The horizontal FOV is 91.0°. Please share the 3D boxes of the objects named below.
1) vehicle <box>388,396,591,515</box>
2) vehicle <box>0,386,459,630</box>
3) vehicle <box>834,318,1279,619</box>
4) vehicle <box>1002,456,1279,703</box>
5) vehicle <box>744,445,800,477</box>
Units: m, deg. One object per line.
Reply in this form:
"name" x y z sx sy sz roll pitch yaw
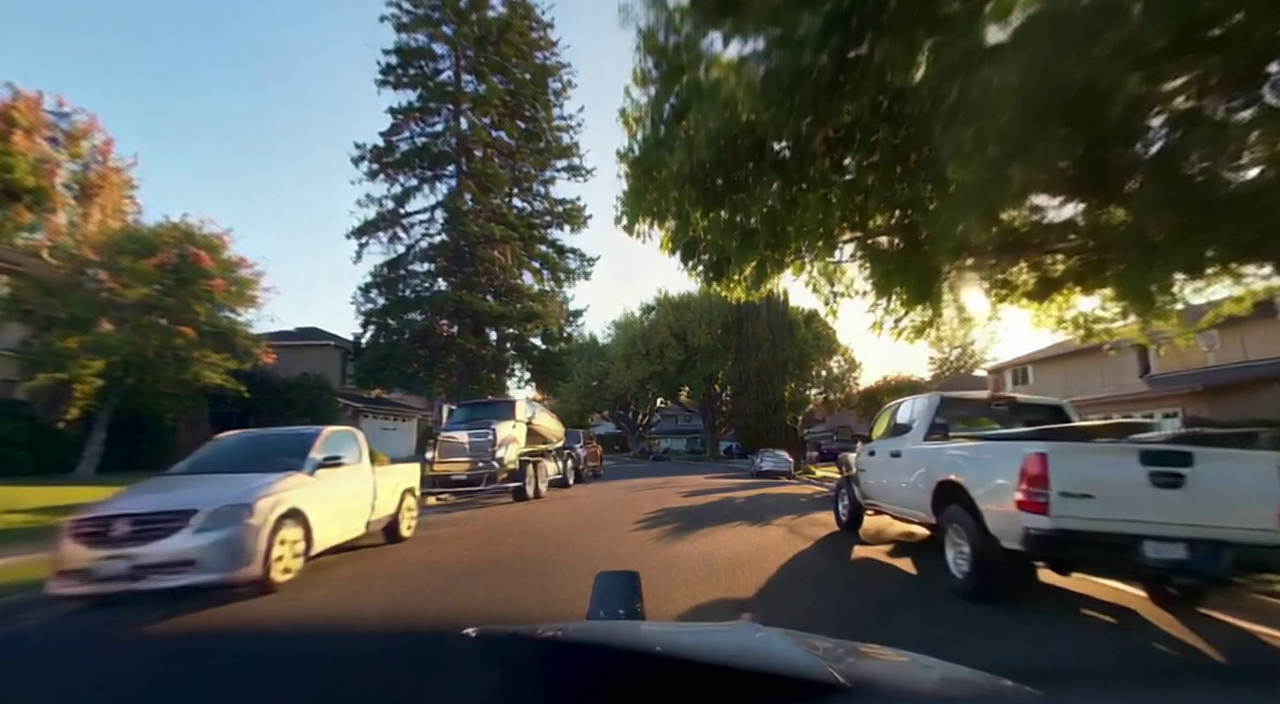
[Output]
"vehicle" -3.157 2.452 15.247 2.632 2.249 6.179 -1 -9 8
"vehicle" -3.844 1.477 6.998 2.052 1.745 4.737 -1 -9 3
"vehicle" 4.673 1.395 8.274 2.697 2.558 5.635 -1 -9 3
"vehicle" 4.227 1.124 1.830 2.804 1.336 6.700 1 -7 4
"vehicle" 6.574 5.468 31.917 1.998 1.489 4.722 0 -9 2
